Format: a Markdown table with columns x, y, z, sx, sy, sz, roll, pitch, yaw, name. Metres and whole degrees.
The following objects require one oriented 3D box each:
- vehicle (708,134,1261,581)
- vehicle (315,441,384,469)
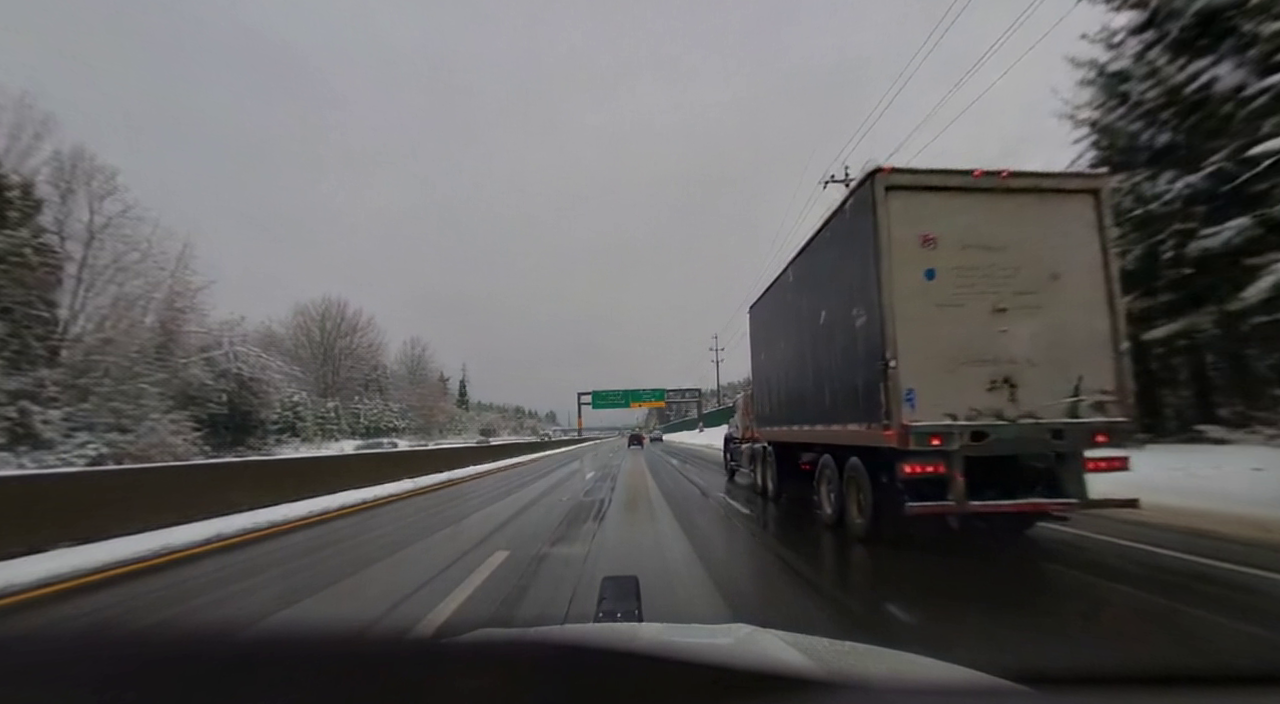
| x | y | z | sx | sy | sz | roll | pitch | yaw | name |
| --- | --- | --- | --- | --- | --- | --- | --- | --- | --- |
| 3.649 | 0.849 | 12.125 | 2.944 | 3.973 | 13.227 | 0 | -8 | -1 | vehicle |
| -16.092 | 5.707 | 35.185 | 1.812 | 1.475 | 4.361 | 0 | -8 | -1 | vehicle |
